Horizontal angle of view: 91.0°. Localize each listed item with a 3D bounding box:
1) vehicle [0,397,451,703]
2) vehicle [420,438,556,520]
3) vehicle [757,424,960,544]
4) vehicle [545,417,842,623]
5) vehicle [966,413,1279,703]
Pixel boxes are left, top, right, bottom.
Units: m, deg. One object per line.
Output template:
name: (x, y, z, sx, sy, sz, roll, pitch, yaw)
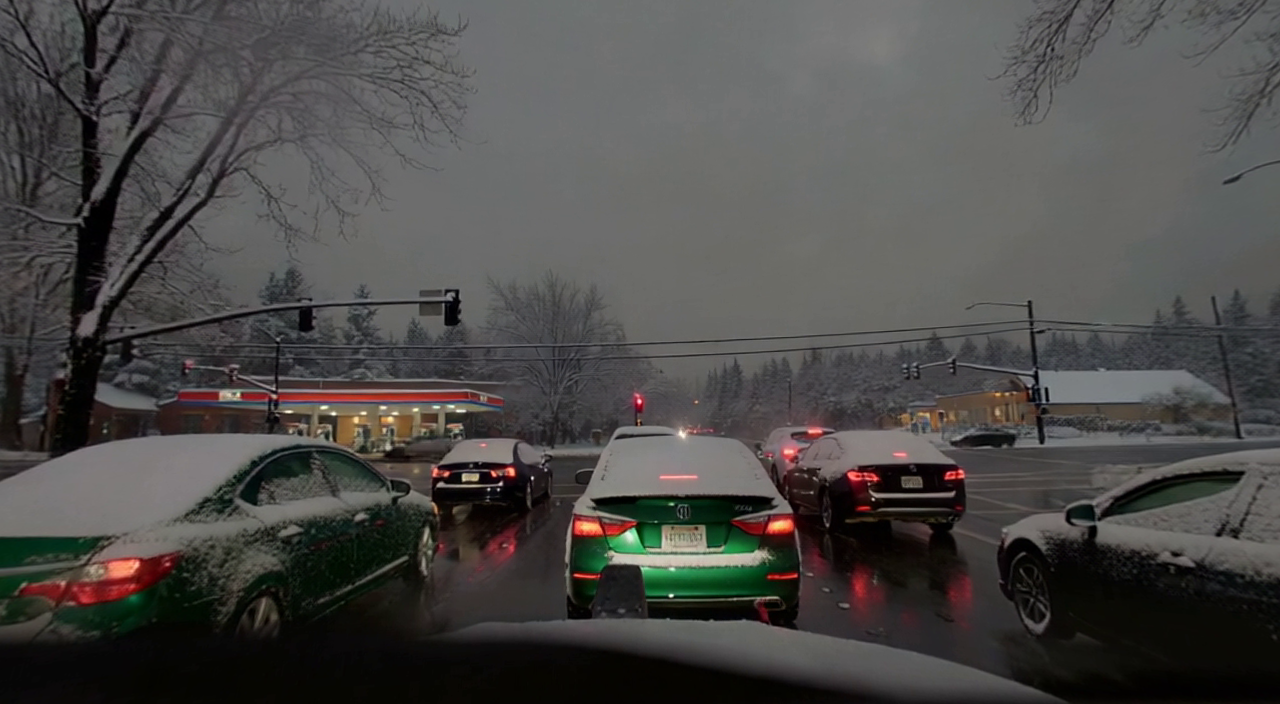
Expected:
vehicle: (-3.008, 1.245, 4.608, 1.887, 1.493, 4.255, 0, -9, 0)
vehicle: (-3.073, 2.643, 13.689, 1.867, 1.474, 4.237, 0, -9, 0)
vehicle: (3.396, 2.123, 10.768, 1.947, 1.630, 4.127, 0, -9, 0)
vehicle: (0.334, 1.582, 6.943, 2.220, 1.507, 4.317, 0, -9, -2)
vehicle: (4.179, 1.127, 3.592, 1.950, 1.497, 4.686, 0, -9, -3)
